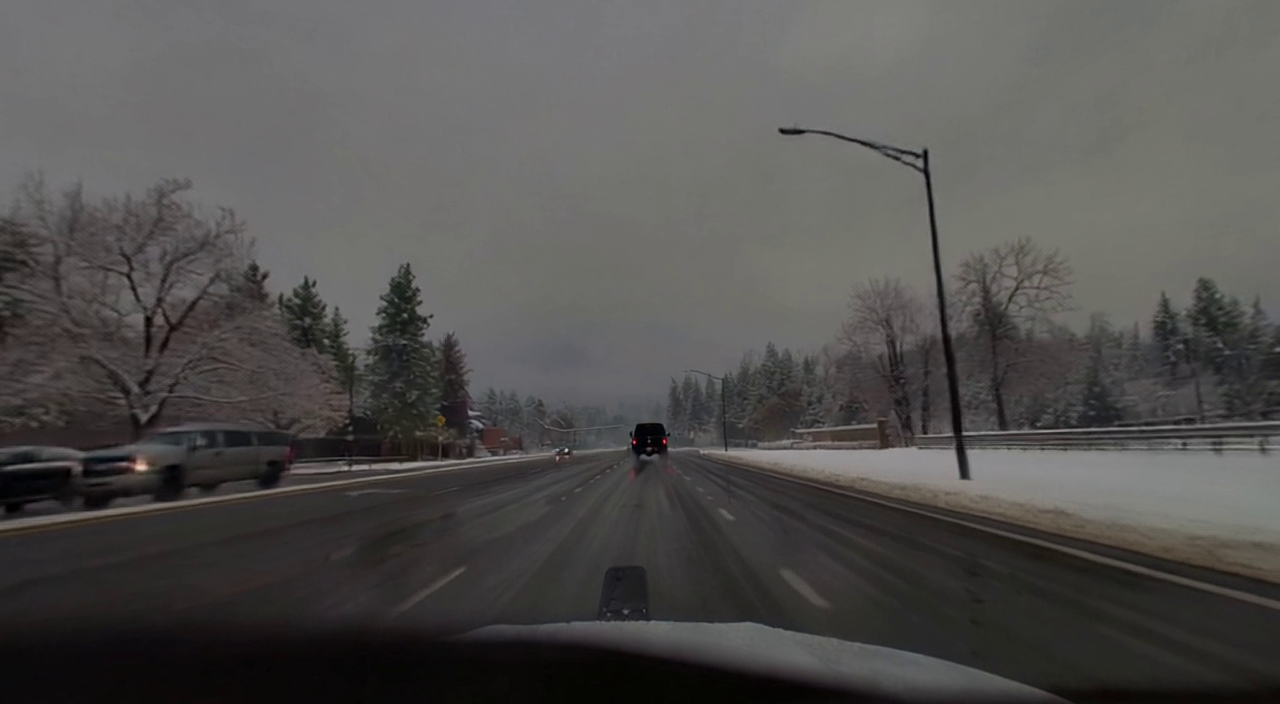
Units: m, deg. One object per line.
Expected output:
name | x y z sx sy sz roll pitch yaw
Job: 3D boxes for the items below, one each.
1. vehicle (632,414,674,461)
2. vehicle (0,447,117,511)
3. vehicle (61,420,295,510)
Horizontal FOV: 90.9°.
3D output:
vehicle | 0.838 6.467 47.157 2.843 3.120 10.422 0 -8 0
vehicle | -19.392 3.831 19.354 2.165 1.795 5.003 0 -8 3
vehicle | -11.514 2.841 16.358 2.155 1.941 4.977 0 -8 2
